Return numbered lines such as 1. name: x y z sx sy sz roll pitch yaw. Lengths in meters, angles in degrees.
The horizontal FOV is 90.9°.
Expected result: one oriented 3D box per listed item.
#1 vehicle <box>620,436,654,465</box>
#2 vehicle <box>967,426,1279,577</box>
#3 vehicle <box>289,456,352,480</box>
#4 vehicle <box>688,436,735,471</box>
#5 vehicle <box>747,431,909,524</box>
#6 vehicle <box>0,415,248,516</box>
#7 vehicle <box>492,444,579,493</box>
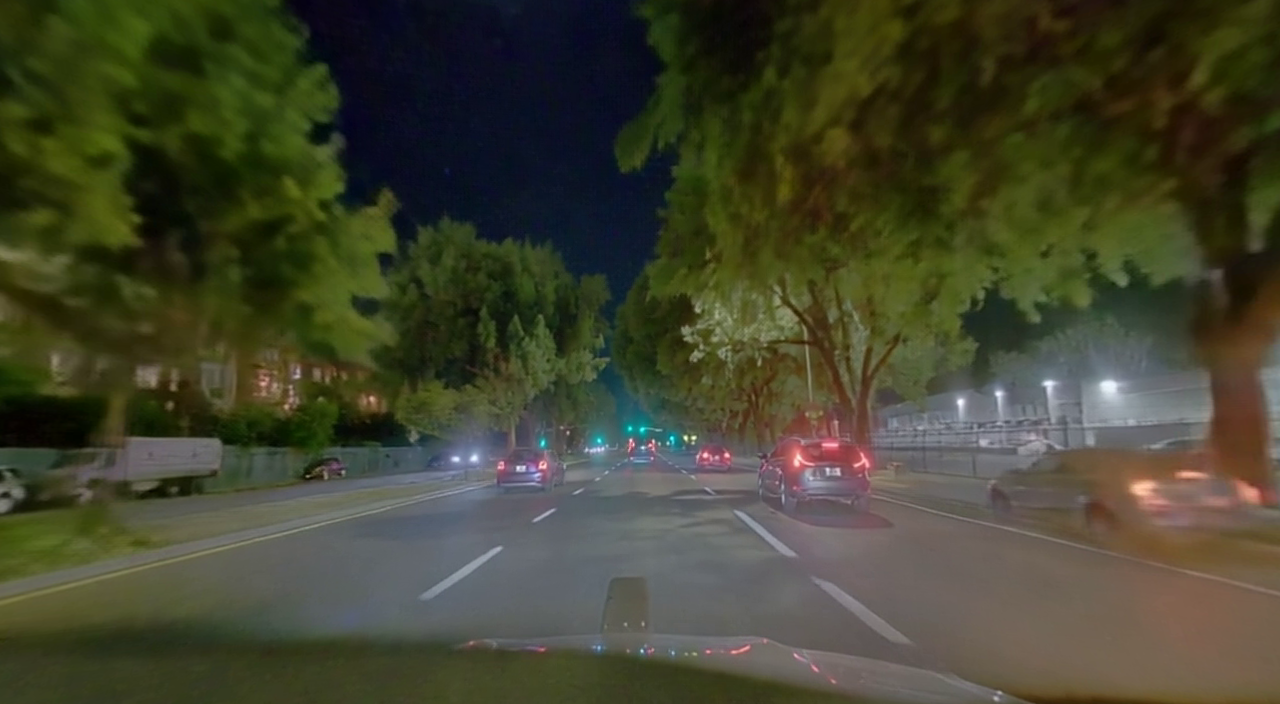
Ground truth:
1. vehicle: -0.224 6.830 43.848 2.247 1.882 4.603 1 -8 -1
2. vehicle: 6.676 1.850 8.695 1.909 1.512 4.480 0 -8 0
3. vehicle: -22.620 8.230 44.843 1.908 1.483 4.835 0 -8 0
4. vehicle: 3.756 5.425 33.829 1.980 1.709 4.367 1 -8 -1
5. vehicle: 3.473 2.384 12.578 1.919 1.502 4.232 0 -8 0
6. vehicle: -23.044 4.999 29.211 2.833 3.735 11.042 0 -8 -1
7. vehicle: -3.149 3.577 19.830 2.013 1.354 3.908 0 -8 1
